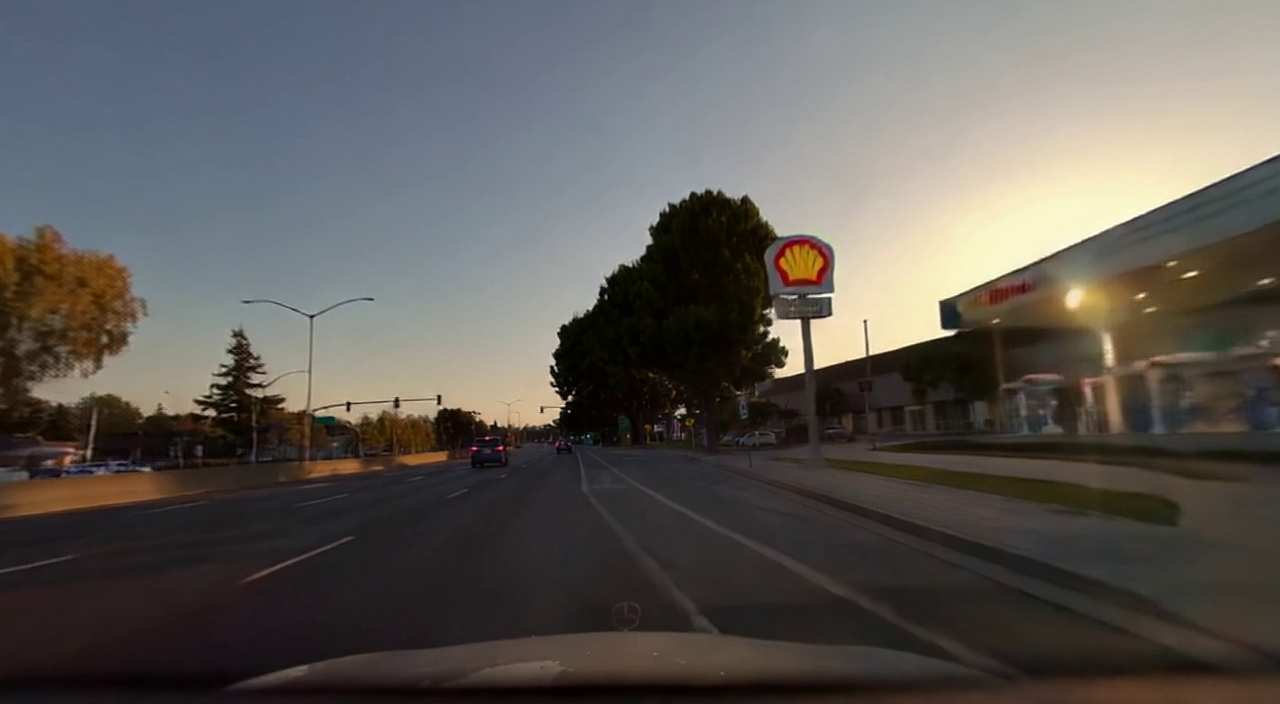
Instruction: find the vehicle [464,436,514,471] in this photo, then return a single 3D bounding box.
[{"bbox_3d":[-8.281,5.591,35.014,1.985,1.772,4.479,0,-8,-4],"label":"vehicle"}]
